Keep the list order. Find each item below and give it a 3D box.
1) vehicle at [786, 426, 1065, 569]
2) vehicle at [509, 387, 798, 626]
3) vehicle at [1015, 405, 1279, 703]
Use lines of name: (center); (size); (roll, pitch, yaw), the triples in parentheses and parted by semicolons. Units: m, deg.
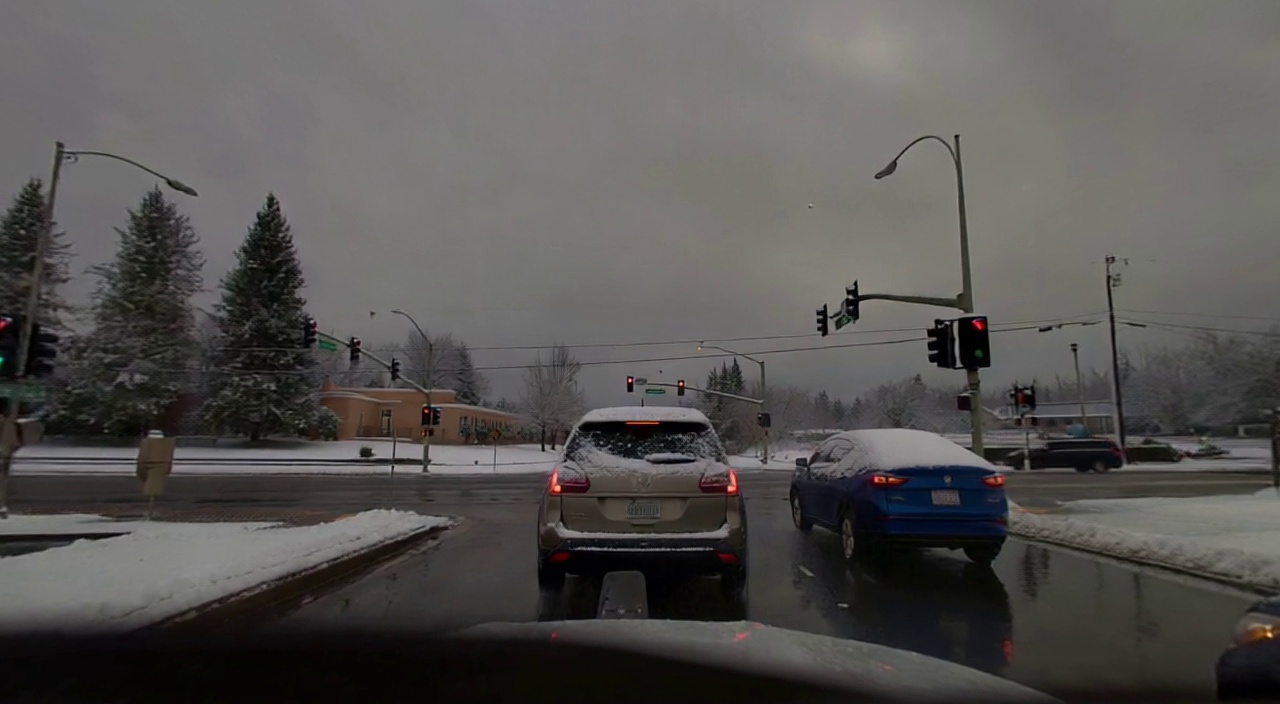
vehicle: (3.524, 1.859, 8.863); (1.861, 1.495, 4.215); (0, -8, -1)
vehicle: (0.103, 1.493, 7.067); (2.170, 1.793, 4.468); (0, -8, 0)
vehicle: (3.161, 0.814, 1.433); (1.924, 1.466, 4.461); (0, -8, 1)
